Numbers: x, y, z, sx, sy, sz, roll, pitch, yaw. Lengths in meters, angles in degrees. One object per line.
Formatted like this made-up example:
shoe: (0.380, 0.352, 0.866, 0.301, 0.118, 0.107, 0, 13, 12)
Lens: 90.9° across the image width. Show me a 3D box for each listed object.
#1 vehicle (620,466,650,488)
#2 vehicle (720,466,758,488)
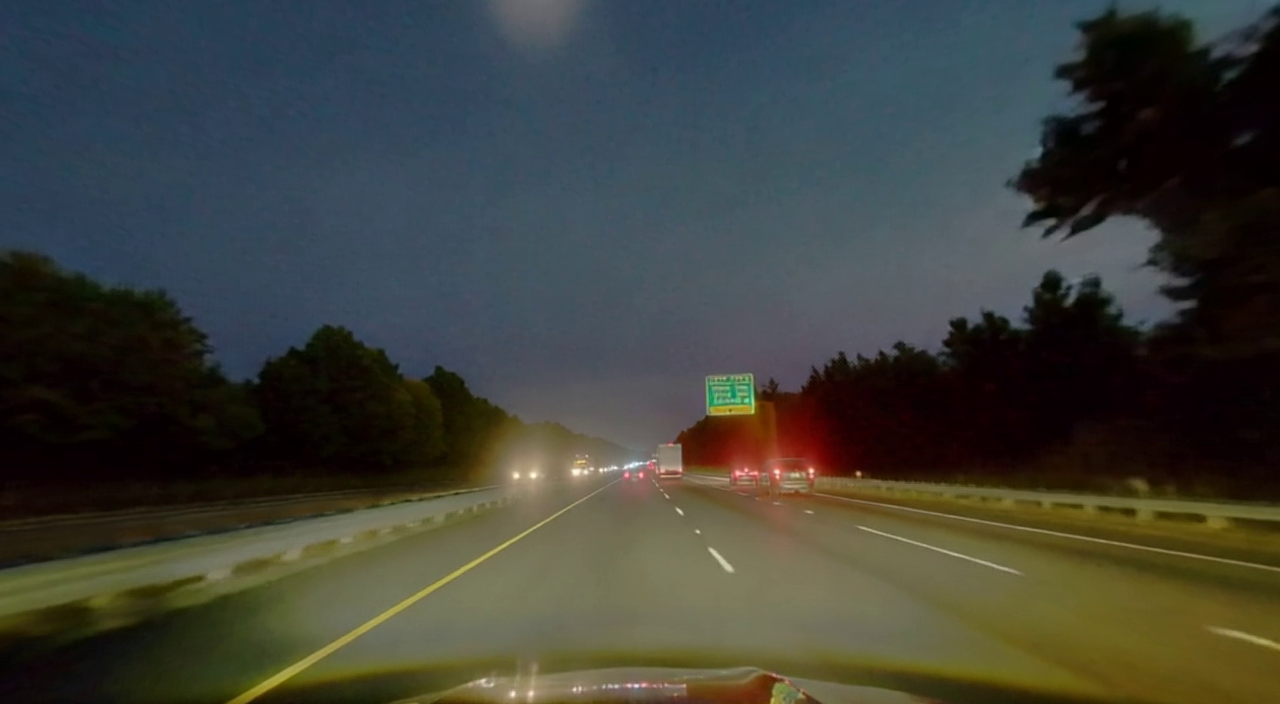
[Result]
vehicle: (-0.358, 8.849, 44.772, 2.025, 1.452, 3.927, 1, -10, -1)
vehicle: (7.350, 9.355, 47.196, 1.977, 1.494, 4.311, 1, -10, -2)
